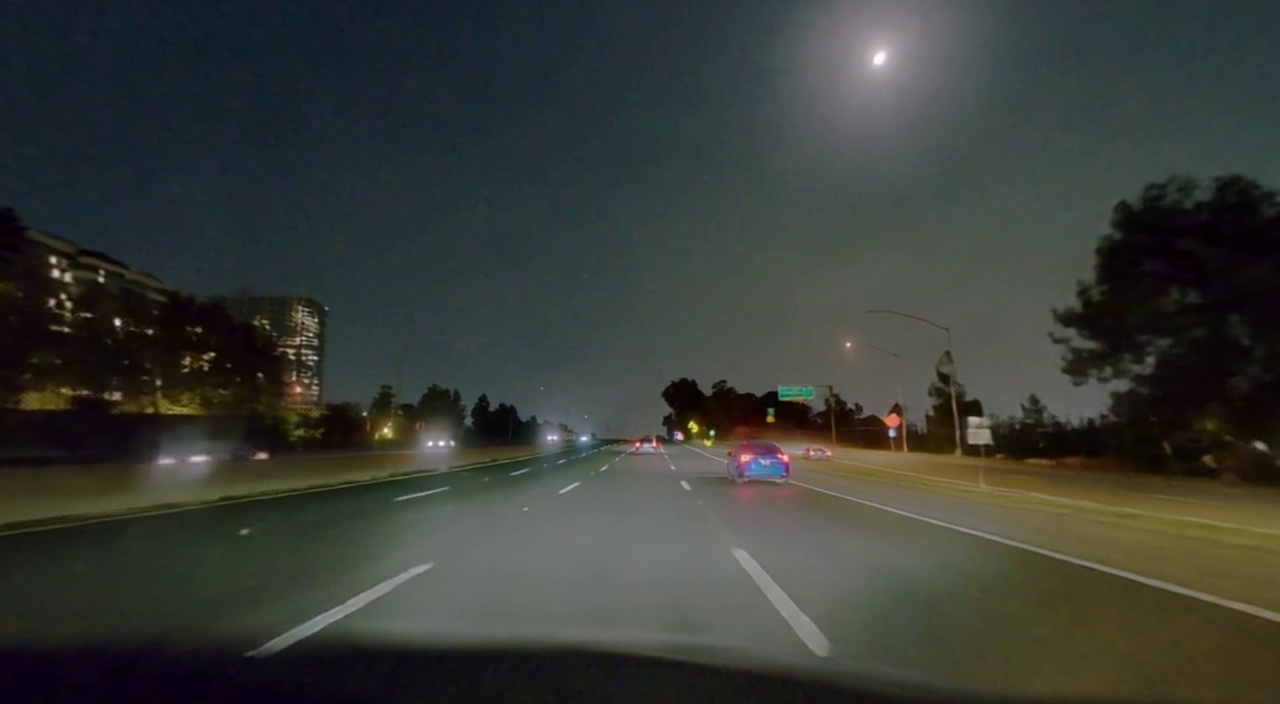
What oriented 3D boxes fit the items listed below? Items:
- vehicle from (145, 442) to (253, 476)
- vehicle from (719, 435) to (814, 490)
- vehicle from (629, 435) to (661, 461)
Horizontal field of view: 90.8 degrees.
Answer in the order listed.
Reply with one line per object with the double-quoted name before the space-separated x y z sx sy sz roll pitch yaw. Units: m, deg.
"vehicle" -21.176 5.133 30.608 1.985 1.534 4.396 0 -9 1
"vehicle" 3.826 3.443 19.982 2.029 1.528 4.644 0 -9 0
"vehicle" 0.367 6.690 44.193 2.127 1.692 4.382 0 -9 1
